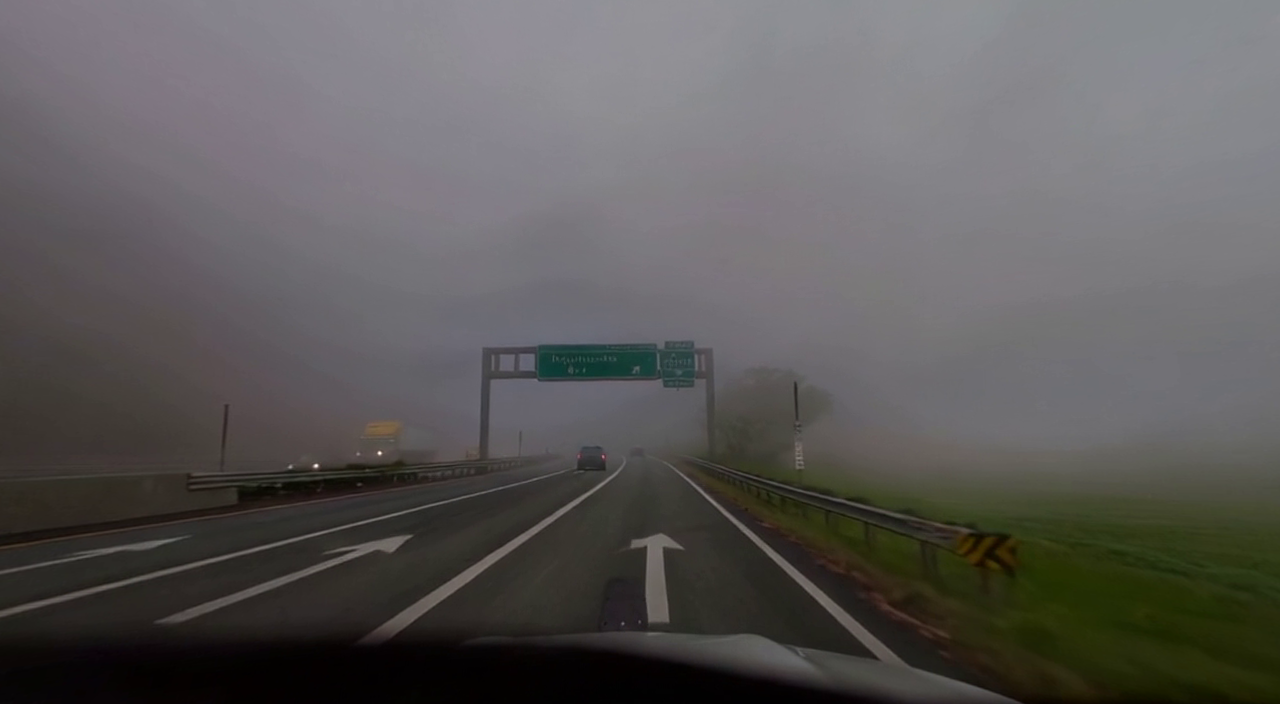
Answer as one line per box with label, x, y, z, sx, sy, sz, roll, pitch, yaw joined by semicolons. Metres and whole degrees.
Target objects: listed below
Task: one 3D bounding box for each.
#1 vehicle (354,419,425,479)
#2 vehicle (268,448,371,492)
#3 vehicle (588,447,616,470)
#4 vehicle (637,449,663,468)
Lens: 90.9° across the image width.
vehicle;-16.706;6.454;41.645;3.061;3.490;8.999;5;-10;-28
vehicle;-14.124;5.207;28.158;2.144;1.764;4.730;0;-9;0
vehicle;-2.991;8.417;49.989;2.021;1.727;4.225;0;-9;-1
vehicle;0.842;8.400;49.914;1.807;1.427;3.645;-1;-9;5
